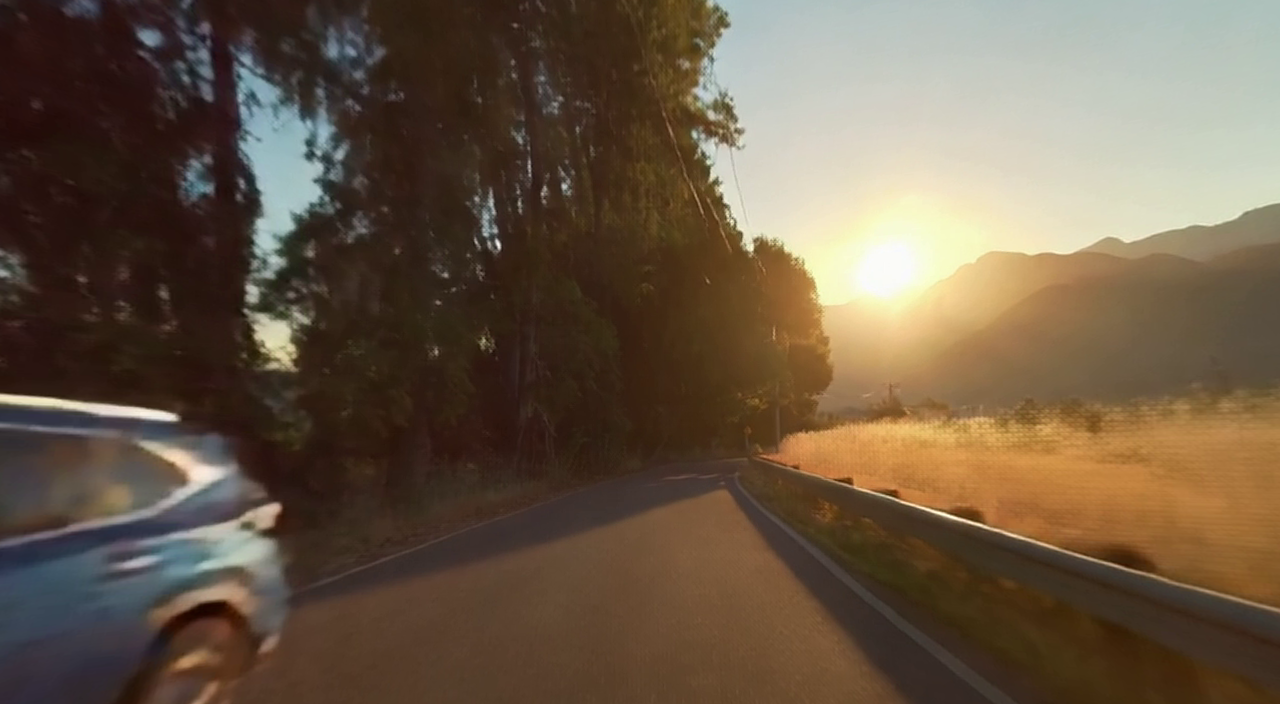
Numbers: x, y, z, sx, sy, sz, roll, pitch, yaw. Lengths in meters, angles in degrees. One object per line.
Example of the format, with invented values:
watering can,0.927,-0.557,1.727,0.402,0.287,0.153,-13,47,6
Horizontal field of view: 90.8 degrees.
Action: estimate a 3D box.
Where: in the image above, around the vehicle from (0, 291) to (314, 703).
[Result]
vehicle,-2.810,0.605,0.653,2.251,1.799,4.776,0,-9,2
